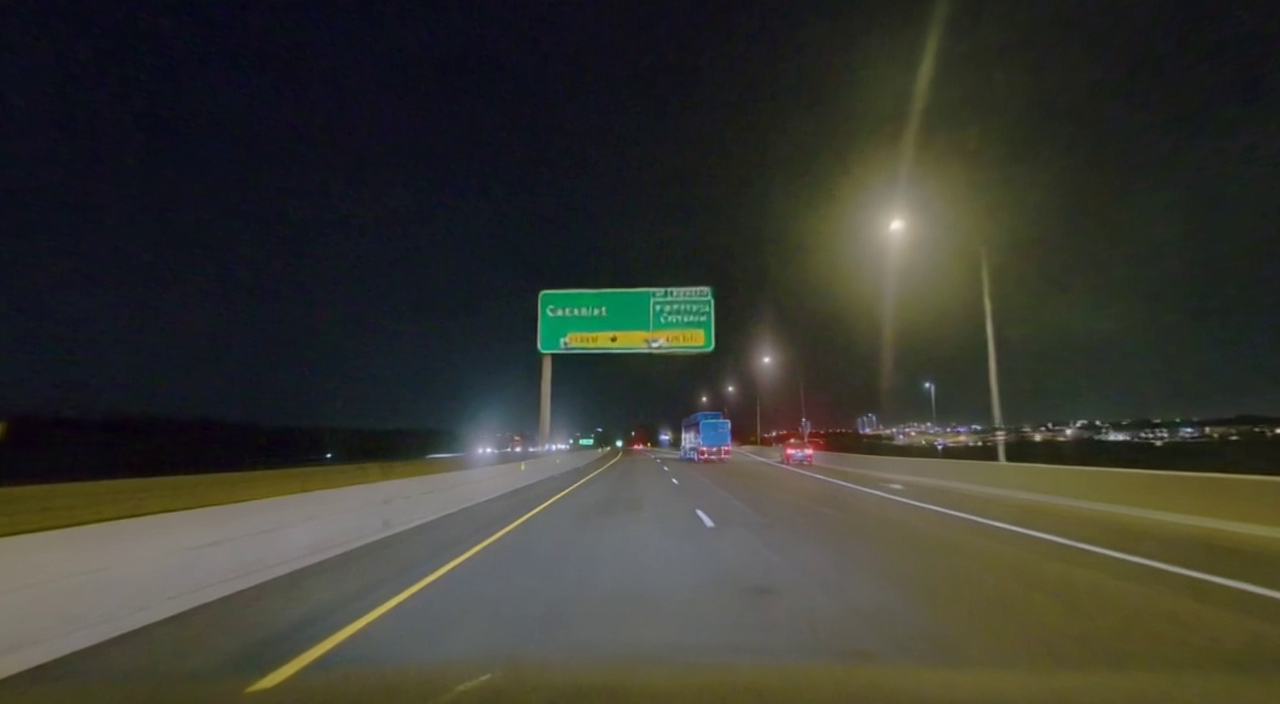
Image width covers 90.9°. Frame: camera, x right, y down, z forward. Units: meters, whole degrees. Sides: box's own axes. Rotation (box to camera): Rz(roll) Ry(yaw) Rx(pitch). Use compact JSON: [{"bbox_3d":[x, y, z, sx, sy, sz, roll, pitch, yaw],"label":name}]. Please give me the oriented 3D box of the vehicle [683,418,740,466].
[{"bbox_3d":[4.009,5.249,36.793,2.430,2.495,6.062,1,-8,-2],"label":"vehicle"}]
